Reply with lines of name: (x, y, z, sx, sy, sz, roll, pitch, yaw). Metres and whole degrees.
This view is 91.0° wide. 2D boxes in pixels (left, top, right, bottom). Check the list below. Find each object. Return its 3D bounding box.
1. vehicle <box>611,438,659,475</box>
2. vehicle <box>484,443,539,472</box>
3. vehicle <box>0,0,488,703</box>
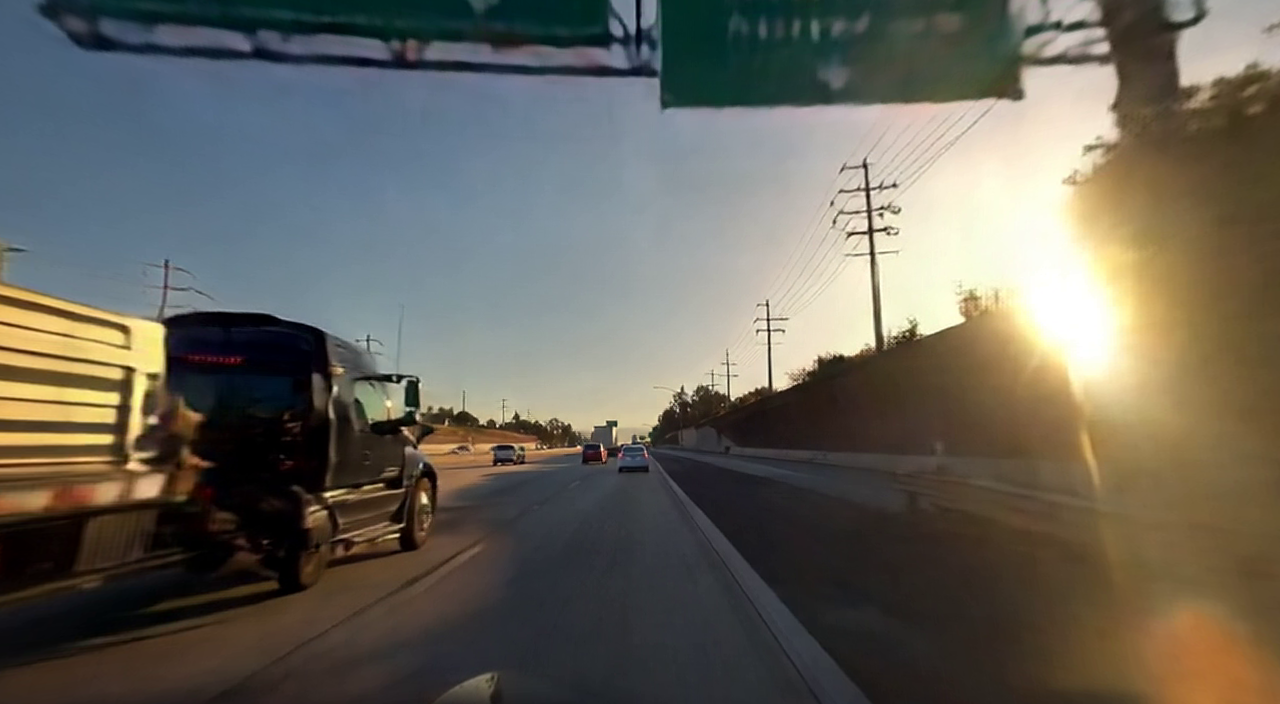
vehicle: (-0.212, 5.032, 30.481, 2.178, 1.640, 4.071, 0, -9, 0)
vehicle: (-7.095, 5.852, 35.185, 2.025, 1.510, 4.582, 0, -8, 1)
vehicle: (-3.570, 0.299, 3.495, 3.023, 3.246, 9.102, 0, -8, 1)
